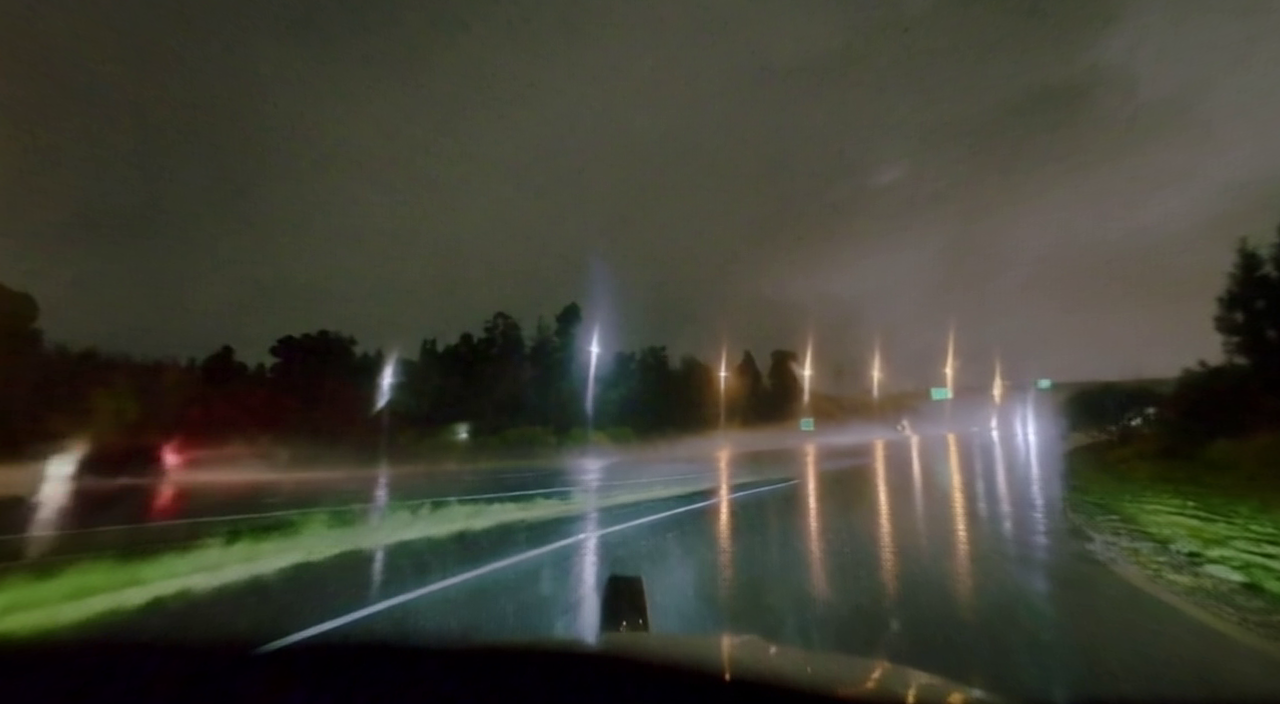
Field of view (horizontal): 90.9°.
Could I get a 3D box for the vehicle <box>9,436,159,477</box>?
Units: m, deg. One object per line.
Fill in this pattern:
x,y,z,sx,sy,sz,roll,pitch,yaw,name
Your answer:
-23.565,4.417,26.871,1.922,1.597,4.433,-8,-11,40,vehicle
